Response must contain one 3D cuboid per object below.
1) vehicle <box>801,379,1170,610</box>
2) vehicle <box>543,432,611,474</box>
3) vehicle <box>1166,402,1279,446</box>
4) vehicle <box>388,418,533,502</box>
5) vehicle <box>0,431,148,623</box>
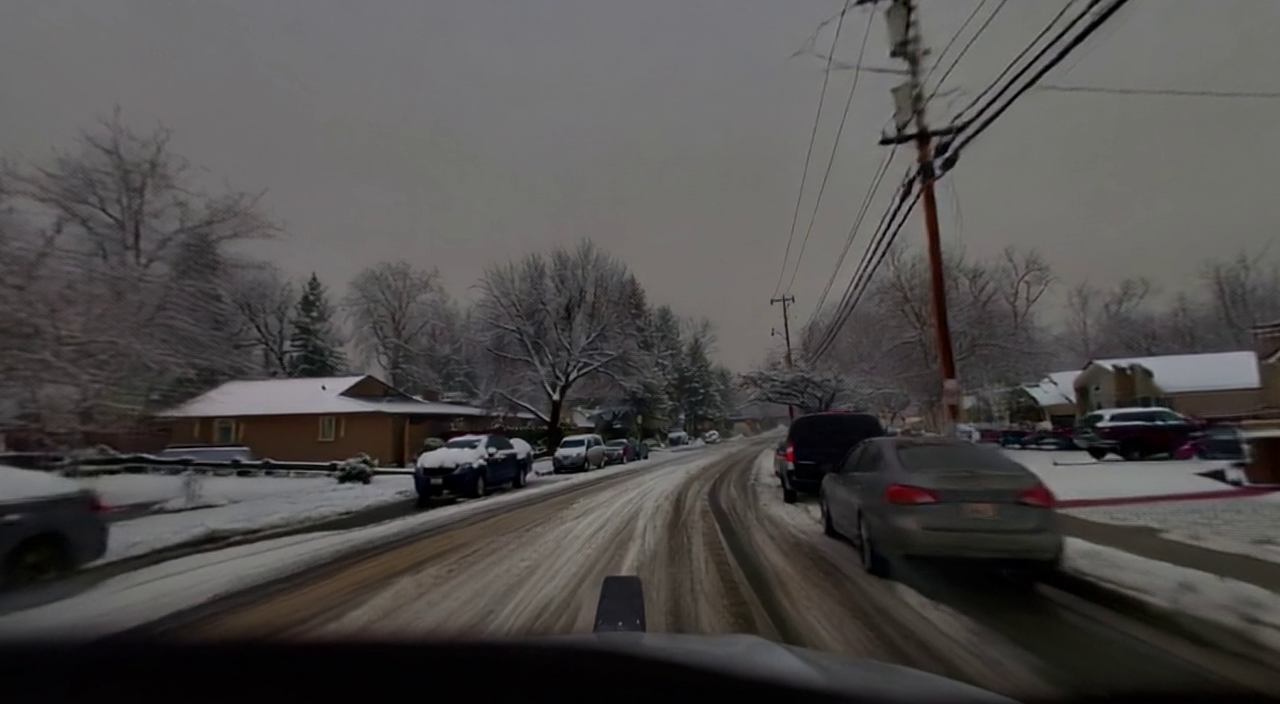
[{"bbox_3d":[3.391,1.489,7.644,2.032,1.810,5.047,-1,-8,6],"label":"vehicle"},{"bbox_3d":[-3.027,5.014,31.542,2.192,1.873,4.985,-3,-8,9],"label":"vehicle"},{"bbox_3d":[27.544,3.456,29.625,2.164,1.722,4.621,-1,-11,8],"label":"vehicle"},{"bbox_3d":[-5.159,3.274,19.142,2.353,2.037,5.358,-5,-10,6],"label":"vehicle"},{"bbox_3d":[-7.089,1.555,5.002,2.184,1.751,5.057,-4,-9,3],"label":"vehicle"}]
